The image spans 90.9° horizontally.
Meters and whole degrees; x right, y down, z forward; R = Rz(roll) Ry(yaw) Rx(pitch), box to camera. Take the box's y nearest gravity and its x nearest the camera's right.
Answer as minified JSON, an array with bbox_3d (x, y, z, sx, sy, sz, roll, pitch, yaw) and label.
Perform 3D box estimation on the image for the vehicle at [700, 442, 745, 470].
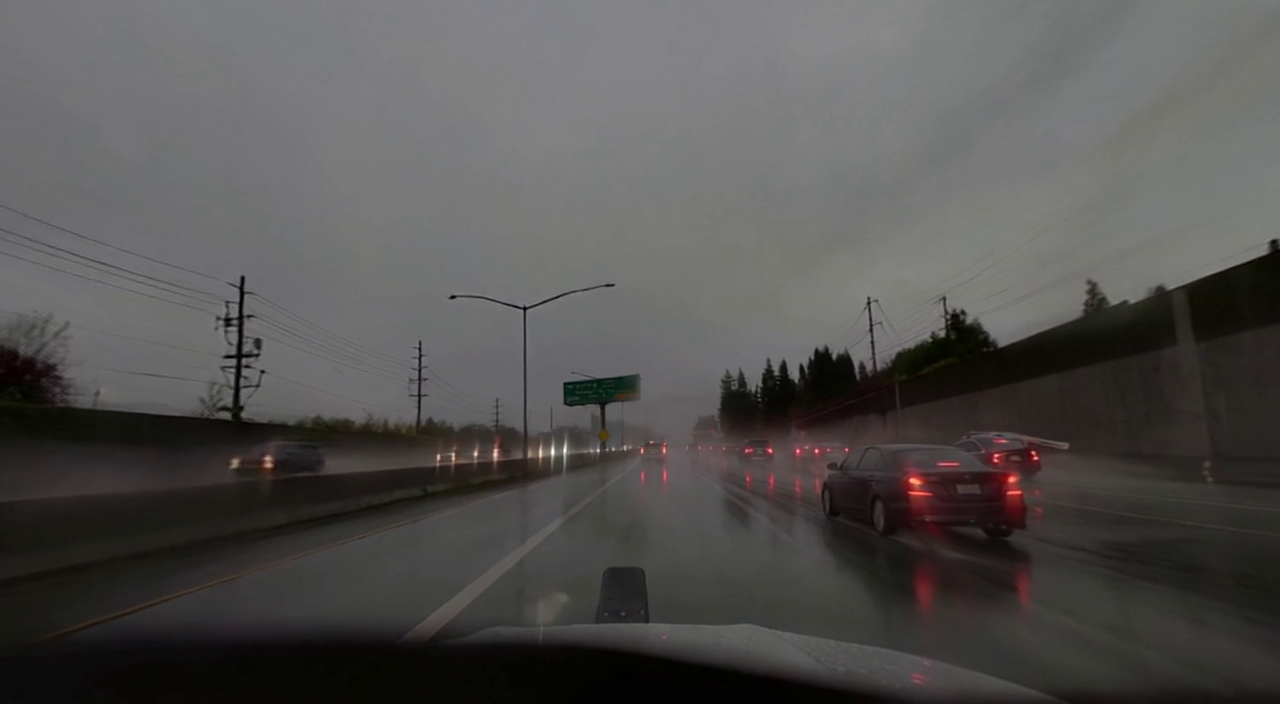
[{"bbox_3d":[4.570,5.833,35.464,1.936,1.465,4.060,0,-8,0],"label":"vehicle"}]

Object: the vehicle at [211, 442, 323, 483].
[{"bbox_3d":[-16.896,4.999,28.946,2.048,1.727,4.903,0,-8,2],"label":"vehicle"}]

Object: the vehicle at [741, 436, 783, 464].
[{"bbox_3d":[8.439,6.853,44.164,2.041,1.821,4.562,0,-8,0],"label":"vehicle"}]

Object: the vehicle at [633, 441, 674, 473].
[{"bbox_3d":[0.717,5.595,33.803,2.042,1.581,3.769,0,-8,1],"label":"vehicle"}]

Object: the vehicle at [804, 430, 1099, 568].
[{"bbox_3d":[3.956,1.922,9.094,1.986,1.478,4.429,0,-8,0],"label":"vehicle"}]
